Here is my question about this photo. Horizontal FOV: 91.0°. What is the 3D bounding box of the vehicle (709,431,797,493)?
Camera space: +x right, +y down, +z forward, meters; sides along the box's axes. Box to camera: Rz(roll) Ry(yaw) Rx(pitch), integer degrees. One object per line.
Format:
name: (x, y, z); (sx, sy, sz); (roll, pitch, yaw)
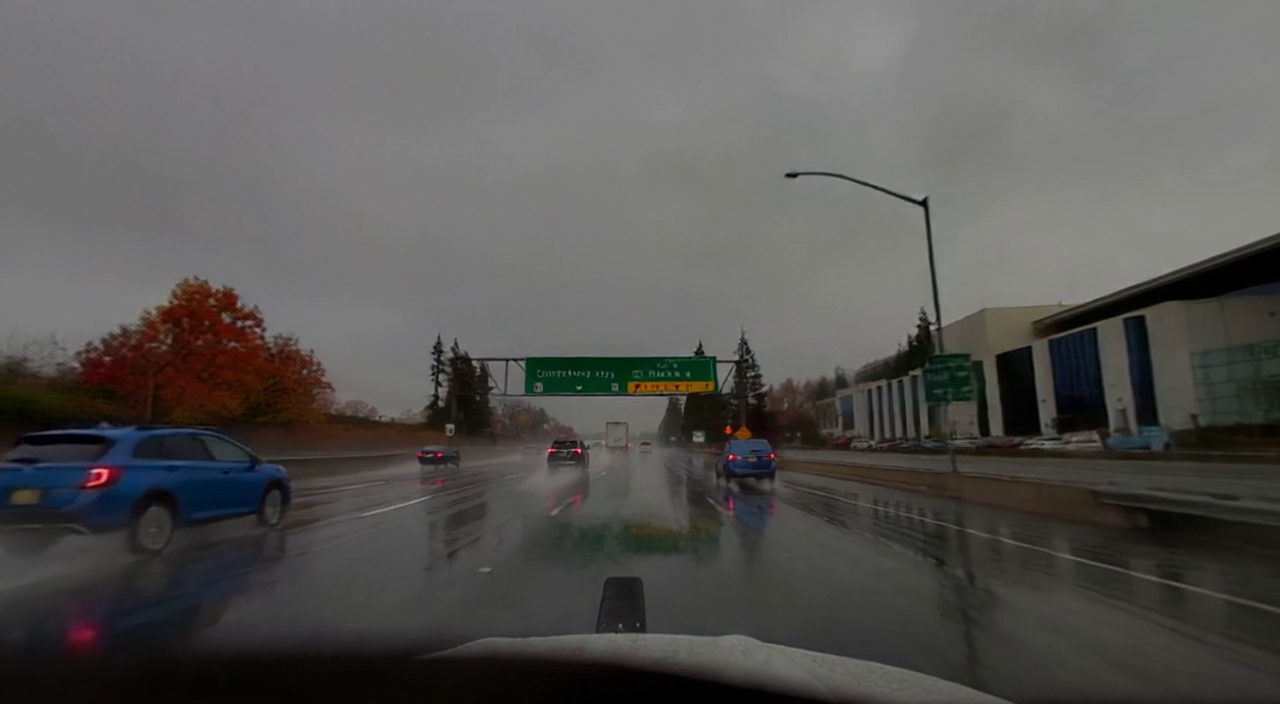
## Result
vehicle: (3.496, 3.498, 20.383); (2.101, 1.742, 4.495); (0, -9, 1)

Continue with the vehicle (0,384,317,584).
vehicle: (-6.985, 1.606, 8.514); (2.314, 1.842, 5.279); (0, -9, 1)

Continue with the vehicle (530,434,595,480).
vehicle: (-3.159, 4.405, 26.646); (2.111, 1.742, 4.315); (0, -9, 1)

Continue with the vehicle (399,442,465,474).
vehicle: (-10.805, 5.521, 33.009); (1.919, 1.509, 4.265); (0, -9, 1)
